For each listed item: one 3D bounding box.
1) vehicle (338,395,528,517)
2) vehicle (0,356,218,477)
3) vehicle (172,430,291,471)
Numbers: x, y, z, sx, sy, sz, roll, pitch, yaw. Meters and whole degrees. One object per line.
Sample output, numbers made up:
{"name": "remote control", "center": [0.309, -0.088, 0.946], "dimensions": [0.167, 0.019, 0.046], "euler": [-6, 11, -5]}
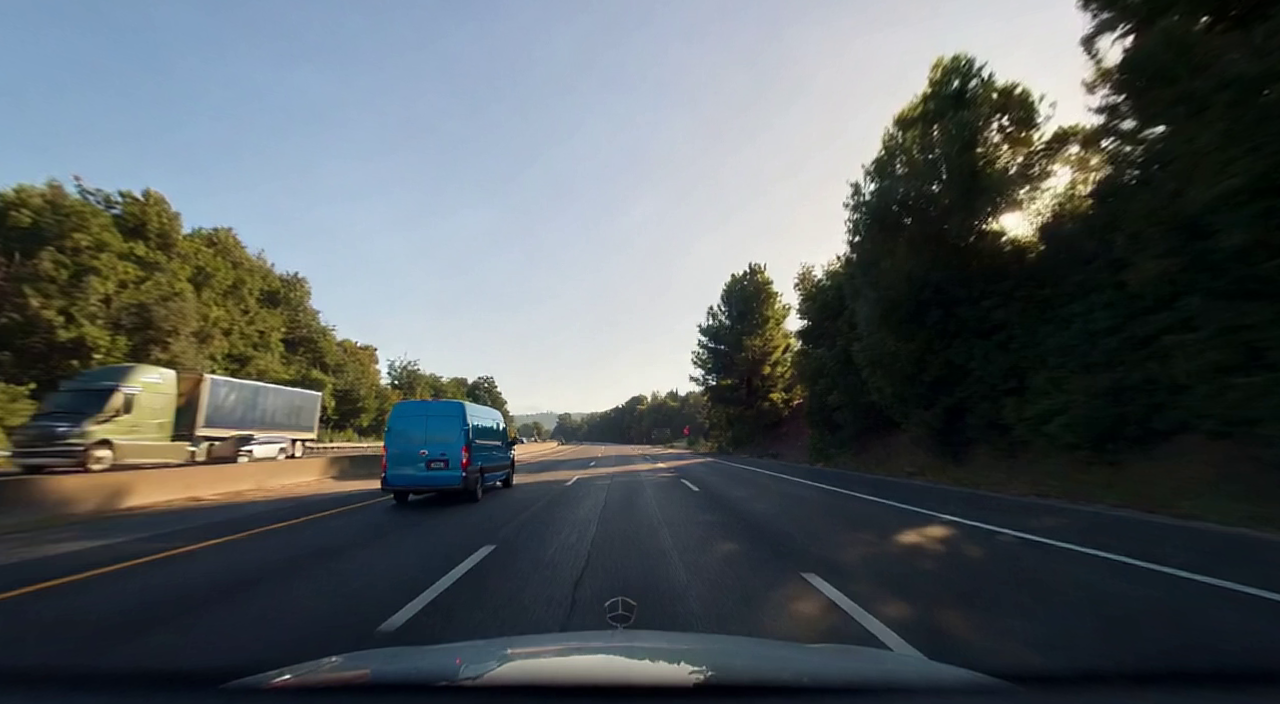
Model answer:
{"name": "vehicle", "center": [-3.847, 2.038, 12.833], "dimensions": [2.297, 2.011, 4.736], "euler": [0, -8, -1]}
{"name": "vehicle", "center": [-19.611, 2.514, 23.895], "dimensions": [2.967, 4.021, 5.937], "euler": [0, -8, -1]}
{"name": "vehicle", "center": [-15.982, 3.875, 24.999], "dimensions": [1.833, 1.463, 4.463], "euler": [0, -8, -2]}
